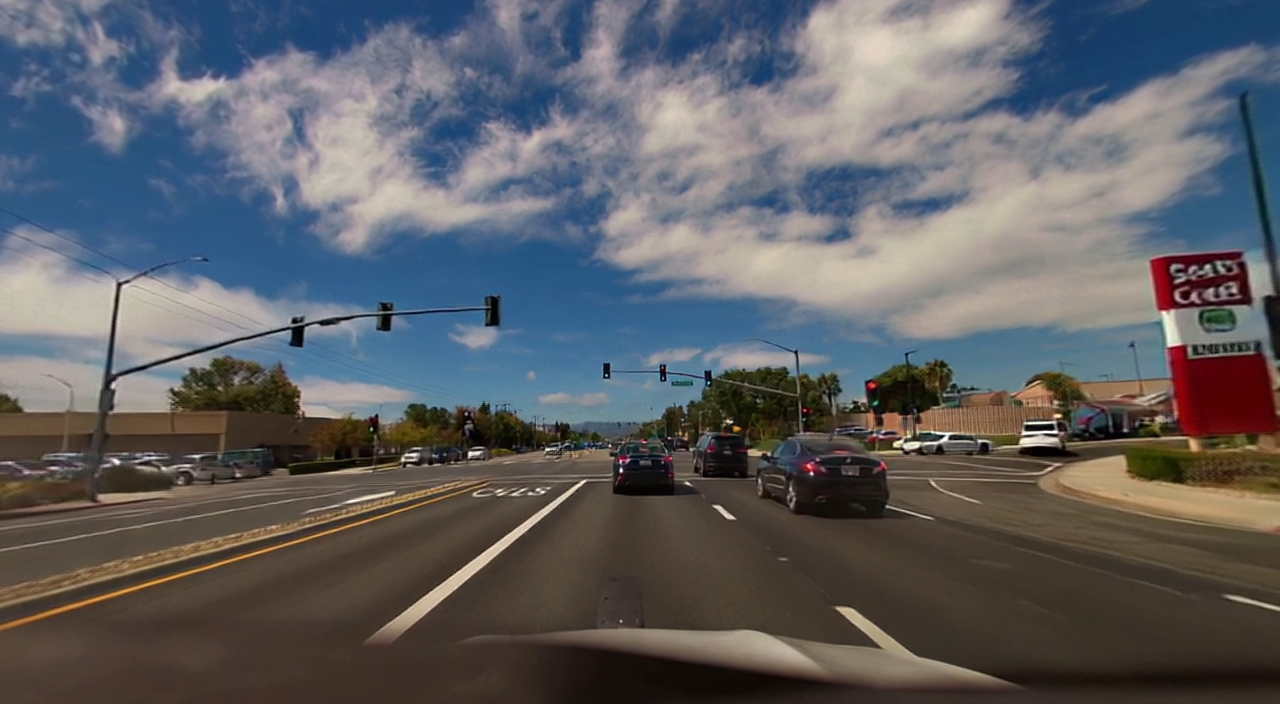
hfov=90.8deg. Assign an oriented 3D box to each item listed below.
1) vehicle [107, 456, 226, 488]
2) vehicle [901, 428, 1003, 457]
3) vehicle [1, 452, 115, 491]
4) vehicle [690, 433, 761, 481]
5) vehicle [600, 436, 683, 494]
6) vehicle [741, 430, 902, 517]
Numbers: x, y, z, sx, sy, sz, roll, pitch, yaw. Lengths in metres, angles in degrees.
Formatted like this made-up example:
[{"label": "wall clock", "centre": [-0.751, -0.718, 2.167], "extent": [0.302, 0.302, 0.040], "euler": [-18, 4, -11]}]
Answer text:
[{"label": "vehicle", "centre": [-26.292, 6.664, 35.240], "extent": [4.780, 1.669, 2.232], "euler": [0, -8, -2]}, {"label": "vehicle", "centre": [19.948, 5.831, 40.549], "extent": [5.438, 1.776, 2.032], "euler": [0, -8, 0]}, {"label": "vehicle", "centre": [-38.404, 7.873, 41.817], "extent": [5.135, 2.388, 2.288], "euler": [0, -9, -1]}, {"label": "vehicle", "centre": [3.140, 3.978, 24.188], "extent": [1.973, 1.633, 4.717], "euler": [0, -8, -1]}, {"label": "vehicle", "centre": [-0.014, 3.199, 18.281], "extent": [2.135, 1.468, 4.076], "euler": [0, -8, -1]}, {"label": "vehicle", "centre": [3.487, 2.433, 13.203], "extent": [1.889, 1.473, 4.643], "euler": [0, -8, -1]}]
